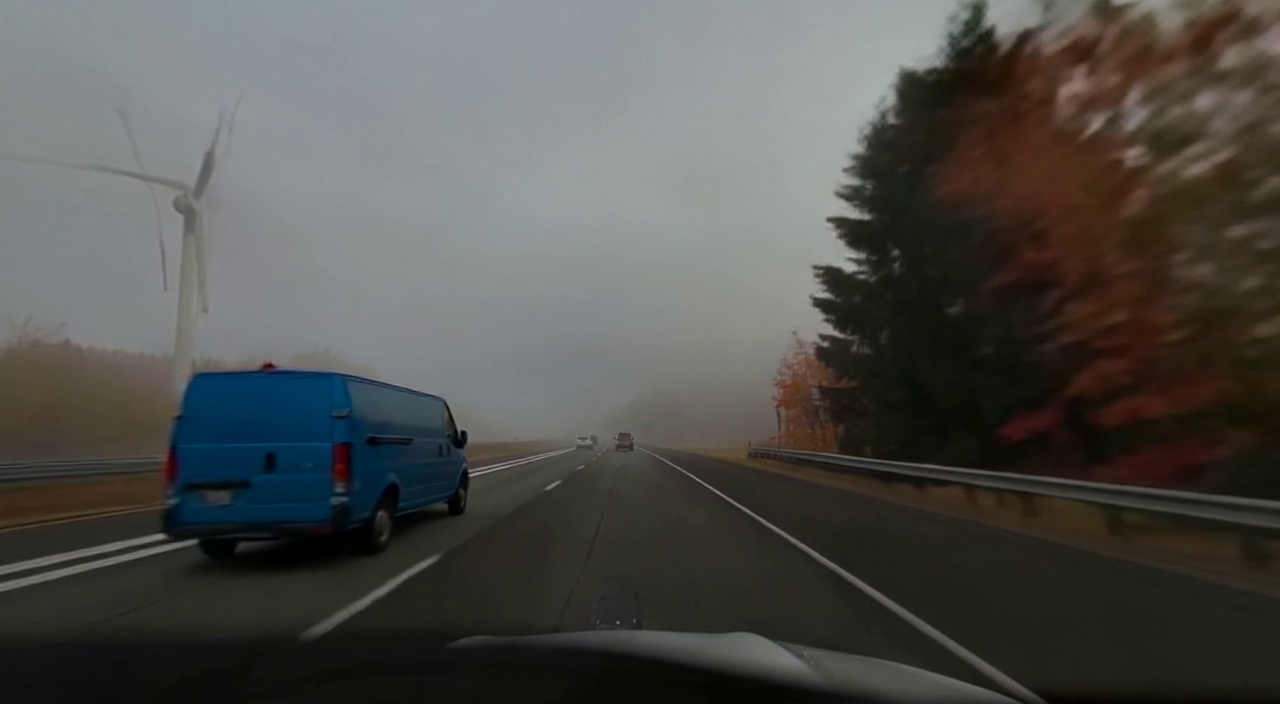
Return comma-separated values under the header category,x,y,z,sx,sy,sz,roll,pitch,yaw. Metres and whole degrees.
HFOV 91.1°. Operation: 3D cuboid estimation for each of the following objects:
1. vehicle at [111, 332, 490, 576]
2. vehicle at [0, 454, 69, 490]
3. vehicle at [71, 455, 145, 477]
category,x,y,z,sx,sy,sz,roll,pitch,yaw
vehicle,-3.845,1.297,8.604,2.303,2.323,5.089,0,-8,0
vehicle,-29.102,5.472,28.582,1.898,1.484,4.642,0,-8,0
vehicle,-41.718,8.952,49.420,1.797,1.475,4.544,0,-7,0
